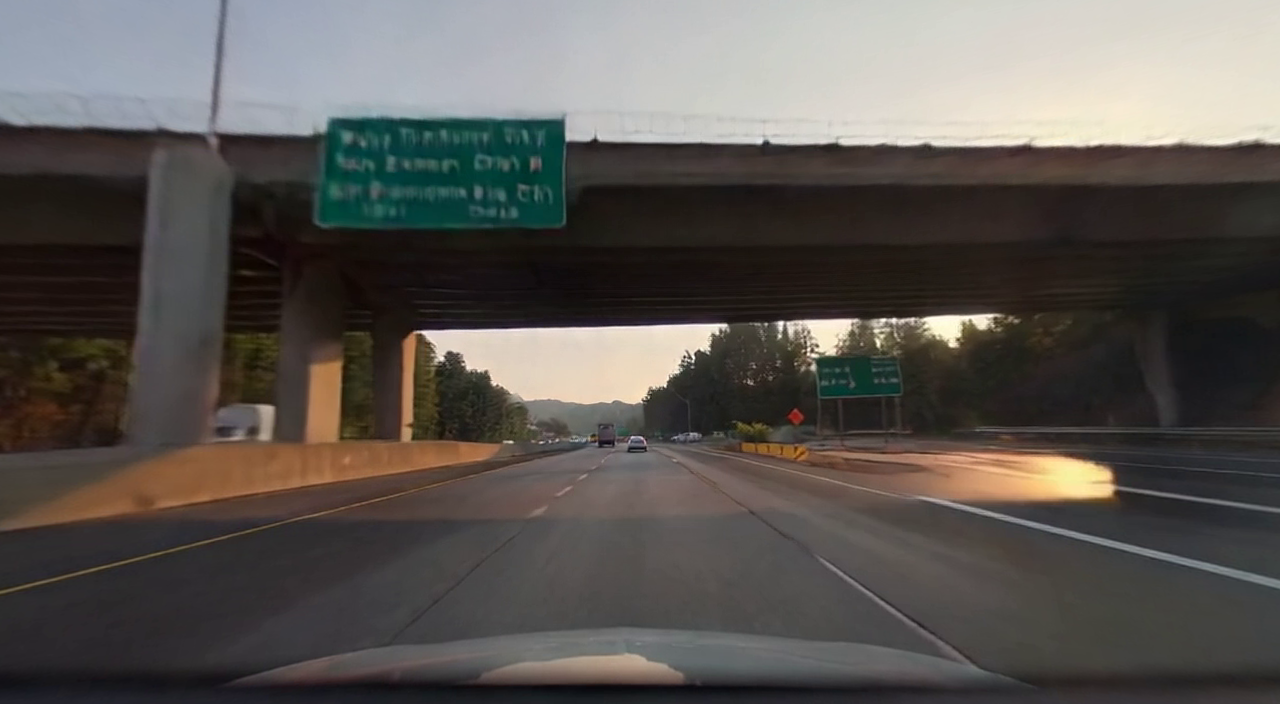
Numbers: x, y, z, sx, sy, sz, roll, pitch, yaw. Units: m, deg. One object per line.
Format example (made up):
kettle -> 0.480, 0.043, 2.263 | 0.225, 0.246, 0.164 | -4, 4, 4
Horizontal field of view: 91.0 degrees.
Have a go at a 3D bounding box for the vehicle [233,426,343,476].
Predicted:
vehicle -> -16.282, 4.580, 29.490 | 2.331, 2.127, 4.899 | 0, -8, 0

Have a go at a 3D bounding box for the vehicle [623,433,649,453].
vehicle -> -0.356, 7.195, 49.764 | 1.952, 1.438, 3.702 | 0, -8, -2
